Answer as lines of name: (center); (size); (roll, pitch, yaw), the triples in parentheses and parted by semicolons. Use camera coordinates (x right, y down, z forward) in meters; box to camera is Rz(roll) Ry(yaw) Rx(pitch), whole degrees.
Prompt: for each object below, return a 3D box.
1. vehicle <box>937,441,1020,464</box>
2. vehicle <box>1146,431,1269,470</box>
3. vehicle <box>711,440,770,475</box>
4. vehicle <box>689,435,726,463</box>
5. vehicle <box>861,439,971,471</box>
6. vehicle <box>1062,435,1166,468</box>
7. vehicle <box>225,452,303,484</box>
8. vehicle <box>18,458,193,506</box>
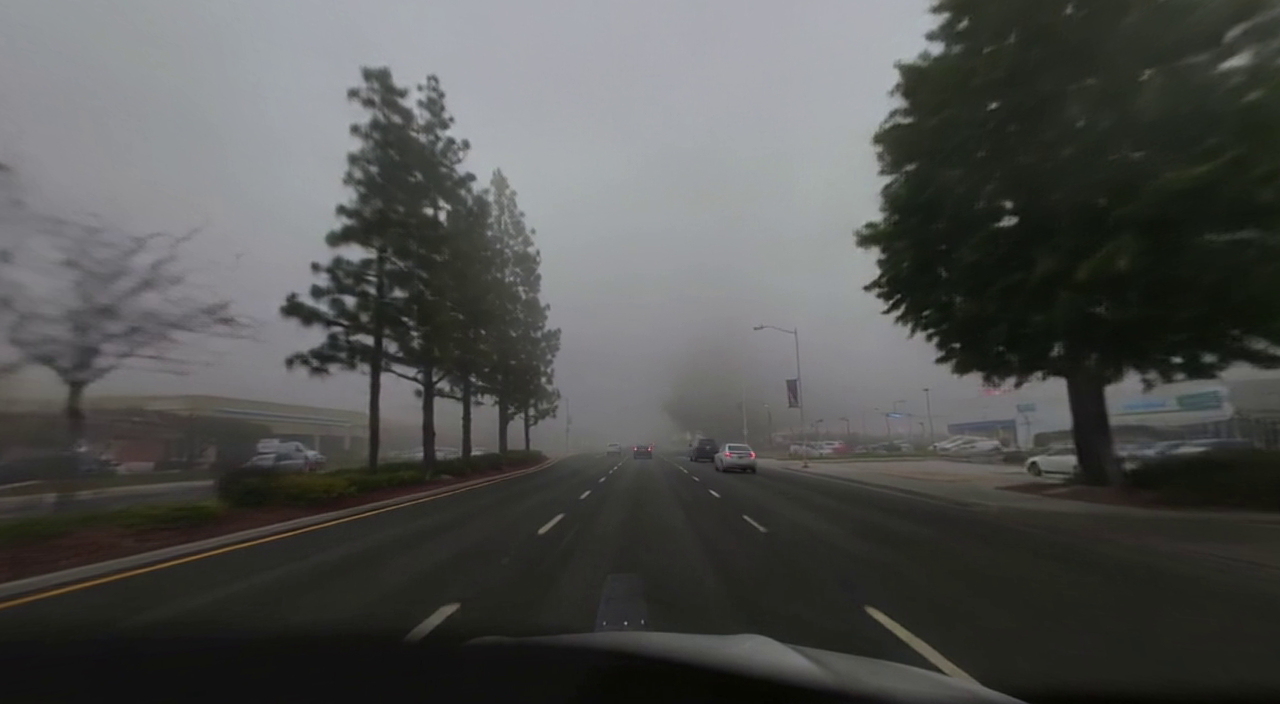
vehicle: (23.196, 6.907, 43.322); (4.470, 1.497, 2.128); (0, -8, 0)
vehicle: (27.310, 4.736, 30.412); (4.107, 1.633, 1.974); (-1, -8, -5)
vehicle: (4.441, 4.730, 28.554); (1.916, 1.459, 4.335); (0, -8, -1)
vehicle: (4.915, 7.115, 46.367); (2.140, 1.921, 4.431); (0, -8, -1)
vehicle: (14.600, 5.469, 33.526); (4.909, 1.463, 1.924); (-2, -9, 1)
vehicle: (26.751, 5.609, 35.655); (4.147, 1.545, 2.108); (-3, -9, -4)
vehicle: (-22.045, 6.777, 37.189); (1.997, 1.637, 4.386); (-2, -8, -1)
vehicle: (-20.153, 4.874, 24.089); (1.822, 1.479, 4.692); (-3, -9, 20)
